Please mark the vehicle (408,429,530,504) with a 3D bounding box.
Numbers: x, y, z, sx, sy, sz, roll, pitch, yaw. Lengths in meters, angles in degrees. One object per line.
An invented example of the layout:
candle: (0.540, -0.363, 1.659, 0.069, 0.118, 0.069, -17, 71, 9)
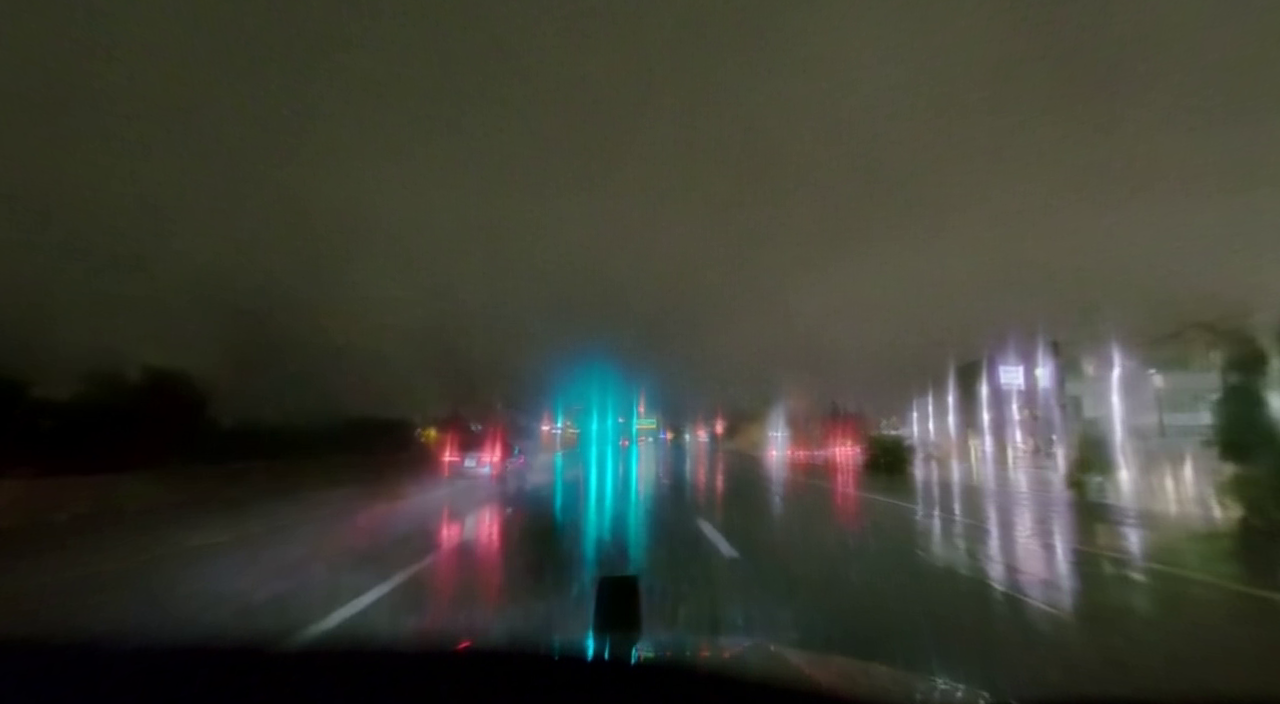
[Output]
vehicle: (-4.250, 2.916, 16.491, 2.063, 1.661, 4.439, 1, -8, -2)
